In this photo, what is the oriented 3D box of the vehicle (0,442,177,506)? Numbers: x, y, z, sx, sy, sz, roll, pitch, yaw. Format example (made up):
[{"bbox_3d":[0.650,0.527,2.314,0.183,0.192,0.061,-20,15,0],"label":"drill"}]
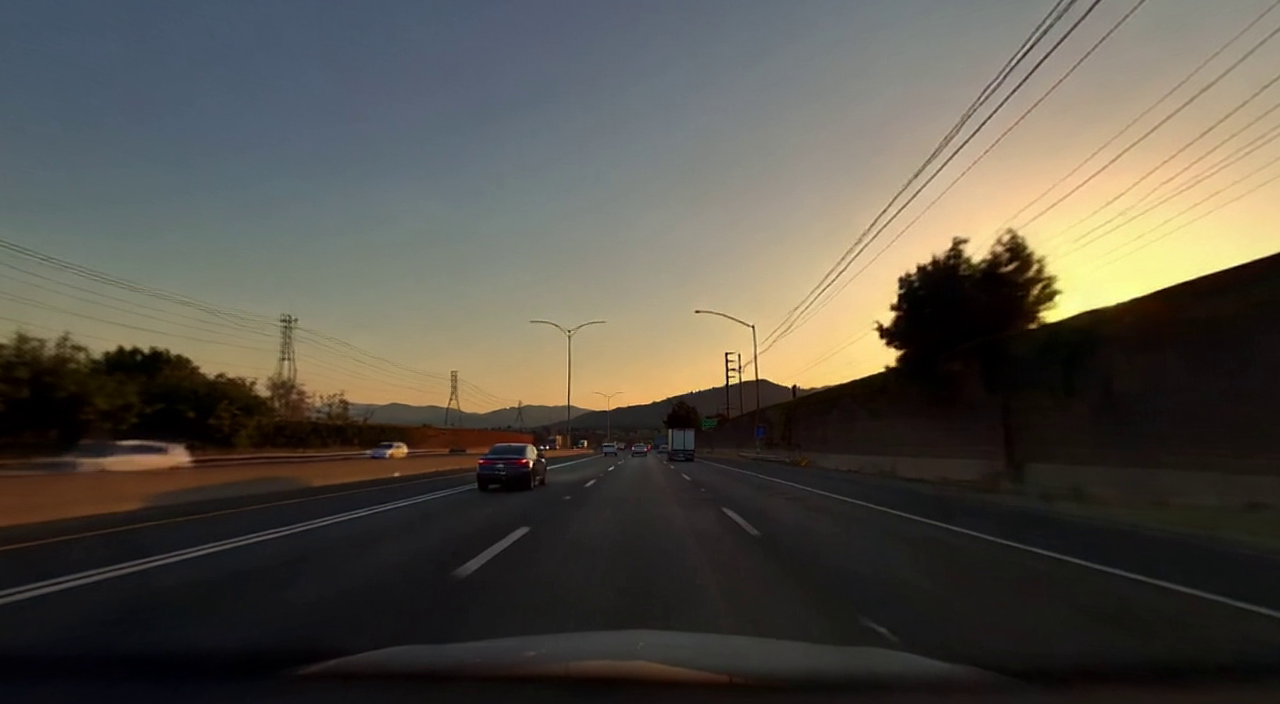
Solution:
[{"bbox_3d":[-15.016,3.181,16.927,1.890,1.476,4.274,0,-8,0],"label":"vehicle"}]

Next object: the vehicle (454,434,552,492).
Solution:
[{"bbox_3d":[-4.229,3.499,20.222,2.064,1.642,4.389,0,-8,1],"label":"vehicle"}]

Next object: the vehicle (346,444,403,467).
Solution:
[{"bbox_3d":[-18.870,7.353,45.029,1.926,1.571,4.680,0,-8,1],"label":"vehicle"}]
